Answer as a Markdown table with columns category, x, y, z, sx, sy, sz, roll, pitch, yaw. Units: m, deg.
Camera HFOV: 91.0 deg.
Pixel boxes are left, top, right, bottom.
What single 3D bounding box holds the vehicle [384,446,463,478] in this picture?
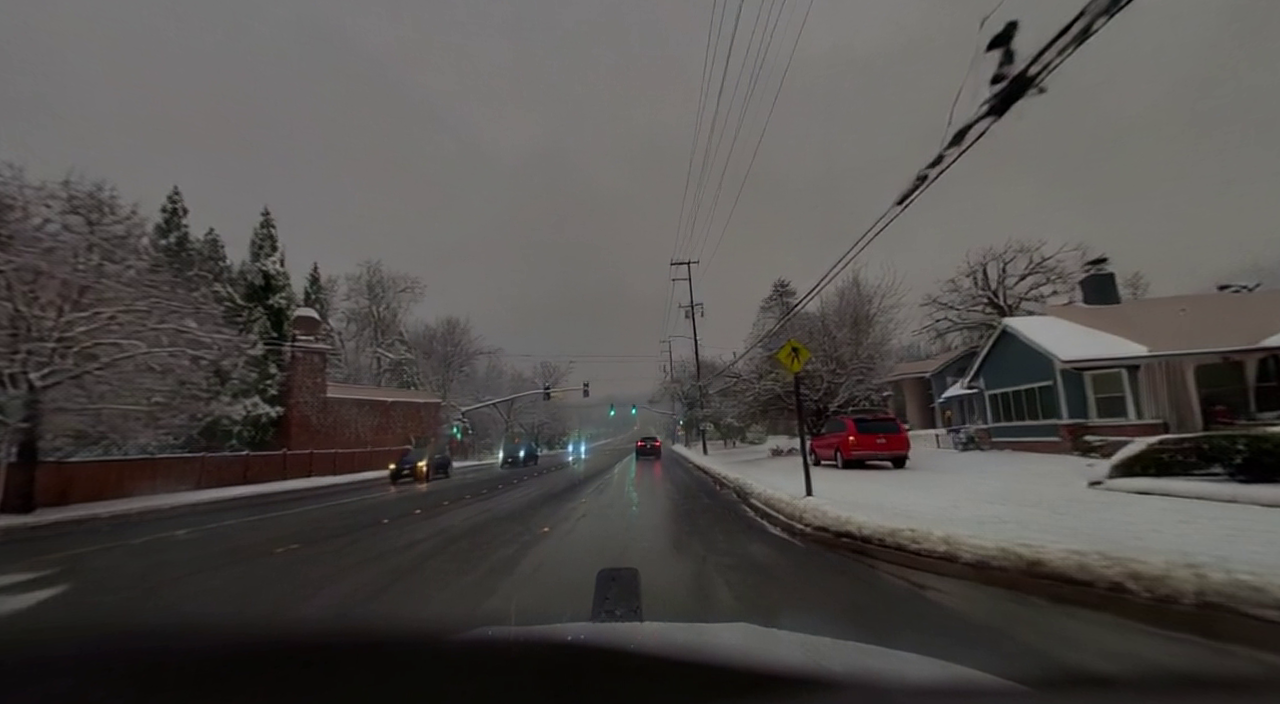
| category | x | y | z | sx | sy | sz | roll | pitch | yaw |
| --- | --- | --- | --- | --- | --- | --- | --- | --- | --- |
| vehicle | -11.211 | 5.717 | 33.009 | 2.176 | 1.528 | 4.750 | -1 | -8 | 4 |

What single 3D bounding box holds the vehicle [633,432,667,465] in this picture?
| category | x | y | z | sx | sy | sz | roll | pitch | yaw |
| --- | --- | --- | --- | --- | --- | --- | --- | --- | --- |
| vehicle | 0.627 | 6.130 | 40.117 | 2.059 | 1.908 | 4.714 | 0 | -8 | 1 |

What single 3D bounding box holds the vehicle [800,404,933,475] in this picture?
| category | x | y | z | sx | sy | sz | roll | pitch | yaw |
| --- | --- | --- | --- | --- | --- | --- | --- | --- | --- |
| vehicle | 8.167 | 3.303 | 23.734 | 2.531 | 2.263 | 6.802 | 0 | -8 | 1 |
